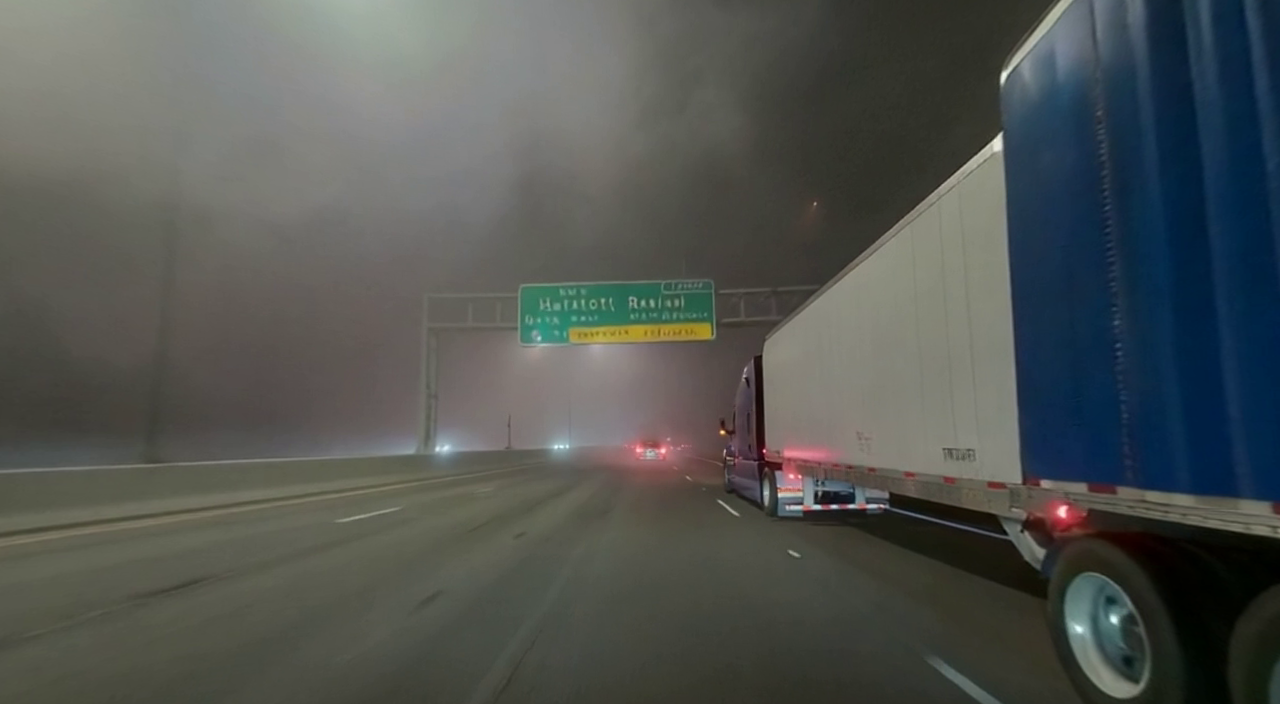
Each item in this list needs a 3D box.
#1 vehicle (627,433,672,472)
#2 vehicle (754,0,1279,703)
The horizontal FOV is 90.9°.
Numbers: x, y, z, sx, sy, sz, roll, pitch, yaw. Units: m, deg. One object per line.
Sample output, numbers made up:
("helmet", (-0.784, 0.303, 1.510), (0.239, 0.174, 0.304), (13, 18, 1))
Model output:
("vehicle", (0.466, 5.228, 32.796), (2.205, 1.860, 4.301), (0, -9, 0))
("vehicle", (4.088, 0.262, 6.360), (3.019, 4.145, 16.453), (-1, -9, 1))
